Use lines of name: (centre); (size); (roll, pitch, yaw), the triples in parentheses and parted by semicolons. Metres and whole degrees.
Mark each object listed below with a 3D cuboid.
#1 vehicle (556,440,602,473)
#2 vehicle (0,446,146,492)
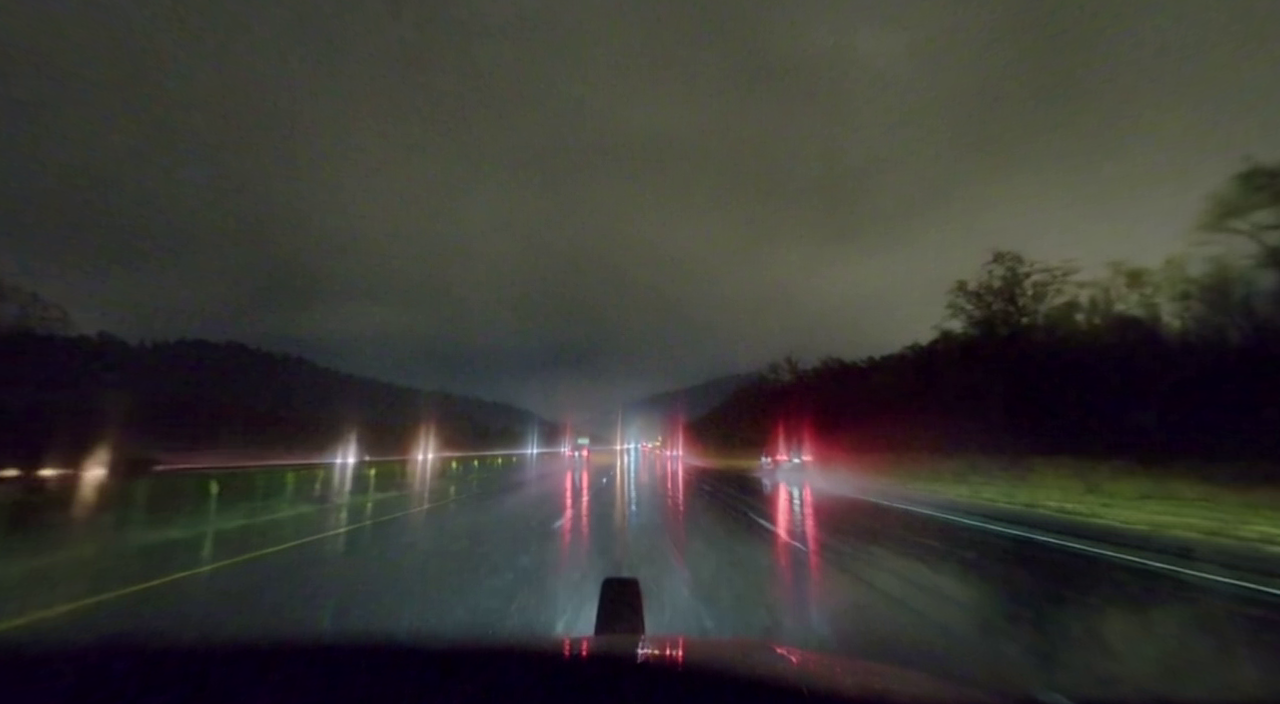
vehicle: (-3.310, 5.796, 35.036); (2.070, 1.707, 4.309); (0, -9, 1)
vehicle: (-25.274, 5.163, 28.269); (2.066, 1.838, 4.949); (0, -9, 1)
